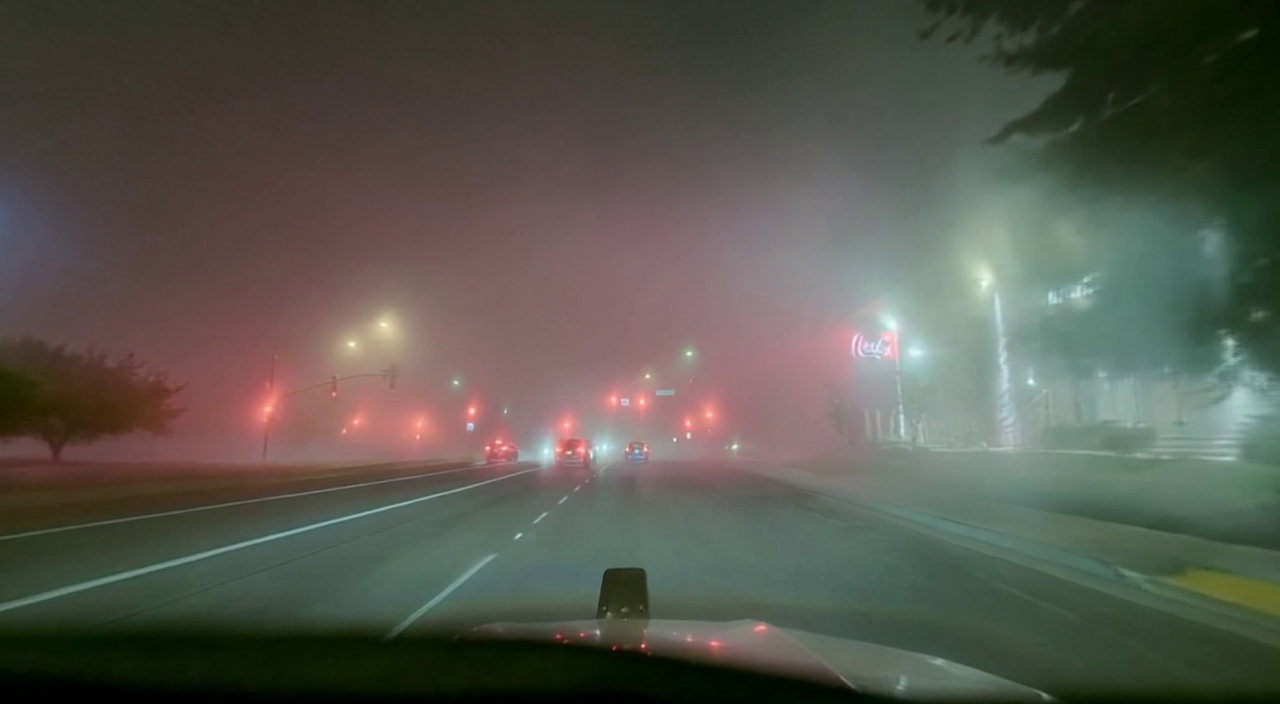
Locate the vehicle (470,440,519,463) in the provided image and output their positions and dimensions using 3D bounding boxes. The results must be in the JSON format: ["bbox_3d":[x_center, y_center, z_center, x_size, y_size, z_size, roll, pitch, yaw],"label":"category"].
[{"bbox_3d":[-9.928,6.879,43.456,2.096,1.474,4.585,-1,-9,2],"label":"vehicle"}]

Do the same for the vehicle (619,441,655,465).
[{"bbox_3d":[-0.170,6.792,42.637,2.258,1.507,3.896,0,-8,2],"label":"vehicle"}]

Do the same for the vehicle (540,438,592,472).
[{"bbox_3d":[-3.551,5.062,31.060,2.029,1.517,4.375,0,-9,0],"label":"vehicle"}]
